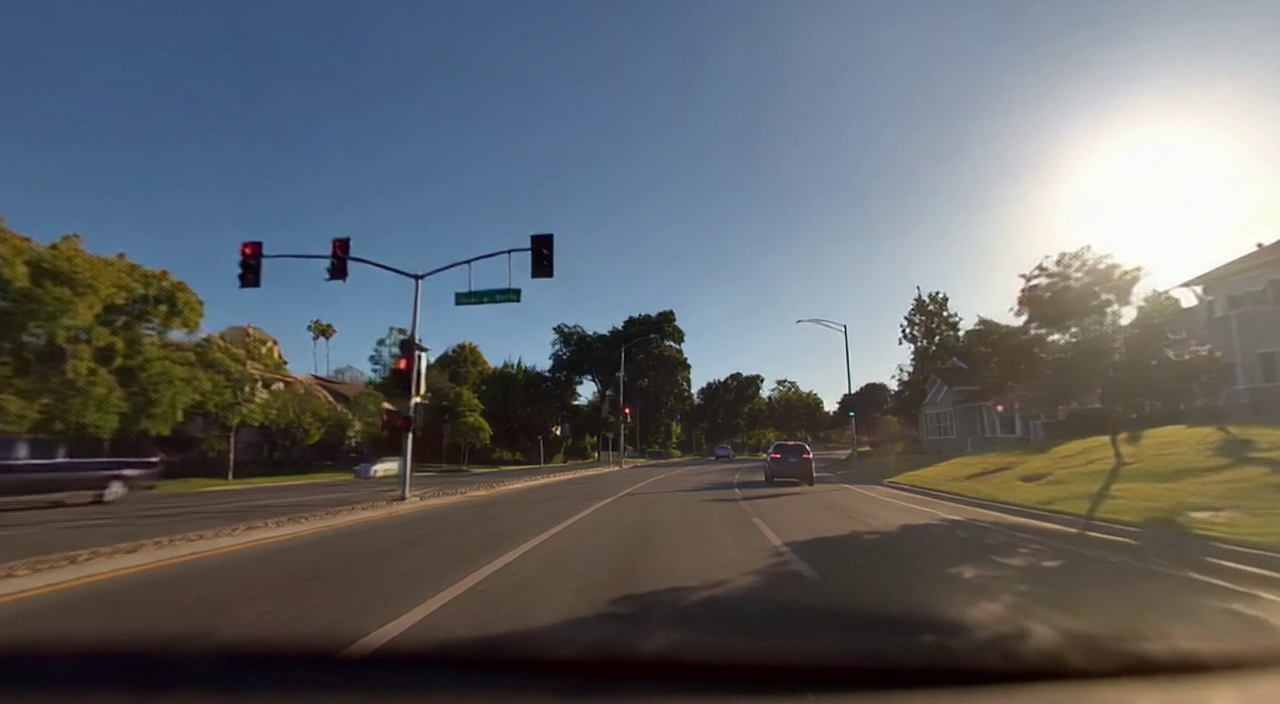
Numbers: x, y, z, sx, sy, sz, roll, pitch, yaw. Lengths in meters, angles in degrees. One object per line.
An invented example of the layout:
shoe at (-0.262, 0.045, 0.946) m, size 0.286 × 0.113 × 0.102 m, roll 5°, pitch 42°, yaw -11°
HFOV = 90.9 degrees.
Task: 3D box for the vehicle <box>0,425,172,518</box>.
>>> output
vehicle at (-15.224, 2.883, 15.584) m, size 2.555 × 2.009 × 6.050 m, roll 0°, pitch -9°, yaw 1°

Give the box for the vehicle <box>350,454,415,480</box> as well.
vehicle at (-16.041, 7.155, 39.504) m, size 1.828 × 1.497 × 3.858 m, roll -2°, pitch -9°, yaw 12°

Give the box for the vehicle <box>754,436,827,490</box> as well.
vehicle at (5.643, 4.203, 24.210) m, size 2.141 × 1.833 × 4.704 m, roll -1°, pitch -9°, yaw 6°
